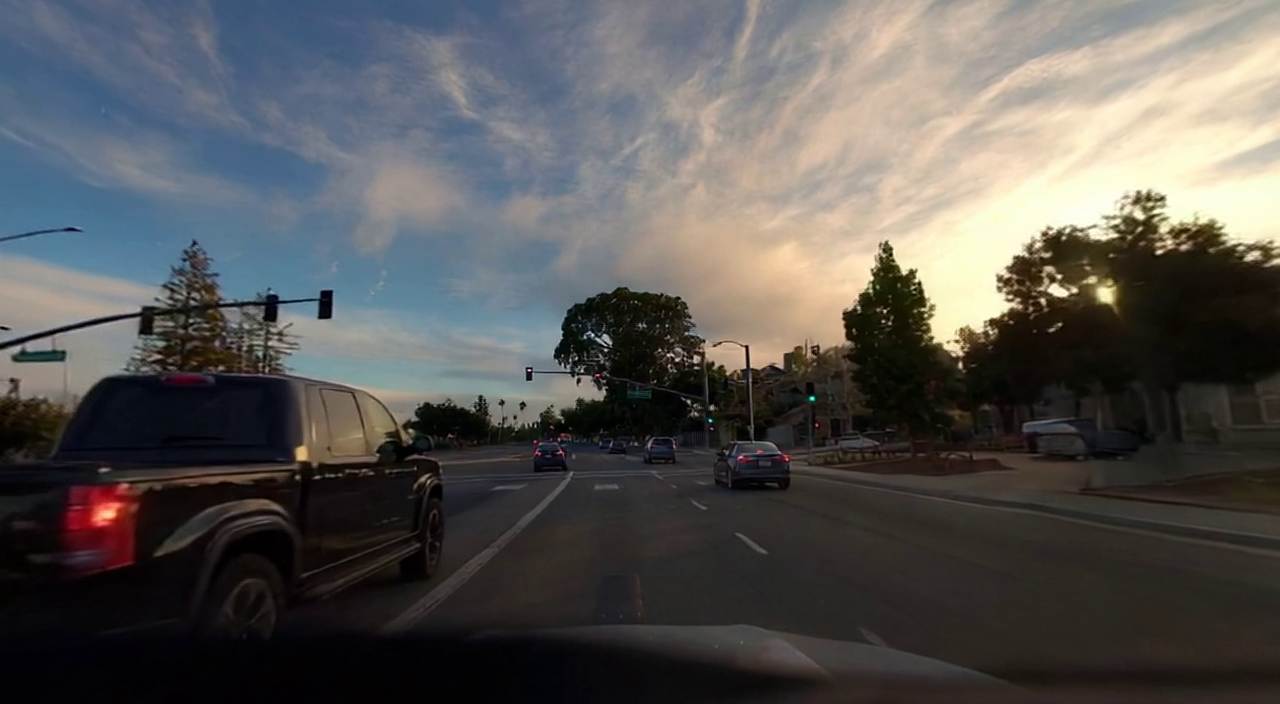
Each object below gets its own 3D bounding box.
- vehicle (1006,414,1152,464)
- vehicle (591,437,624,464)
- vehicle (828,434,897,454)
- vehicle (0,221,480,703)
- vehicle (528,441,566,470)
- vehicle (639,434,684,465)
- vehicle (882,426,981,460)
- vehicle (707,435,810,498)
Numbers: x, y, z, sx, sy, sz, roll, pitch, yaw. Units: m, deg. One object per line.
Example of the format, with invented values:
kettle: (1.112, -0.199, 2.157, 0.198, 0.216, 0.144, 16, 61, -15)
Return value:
vehicle: (17.036, 3.443, 24.886, 2.058, 1.766, 4.563, 1, -8, -8)
vehicle: (-2.396, 7.097, 45.673, 2.164, 1.867, 4.254, 1, -8, -6)
vehicle: (16.515, 6.833, 46.937, 4.490, 1.463, 1.894, 2, -9, -15)
vehicle: (-2.962, 0.920, 3.789, 2.354, 1.948, 6.355, 0, -8, 0)
vehicle: (-5.125, 5.746, 35.204, 1.864, 1.505, 4.202, 1, -8, -6)
vehicle: (1.413, 6.722, 43.745, 2.391, 1.960, 5.600, 1, -8, -5)
vehicle: (16.505, 5.165, 35.877, 4.691, 1.626, 1.943, -2, -7, -9)
vehicle: (3.118, 3.092, 17.478, 1.870, 1.491, 4.009, 0, -8, -3)
